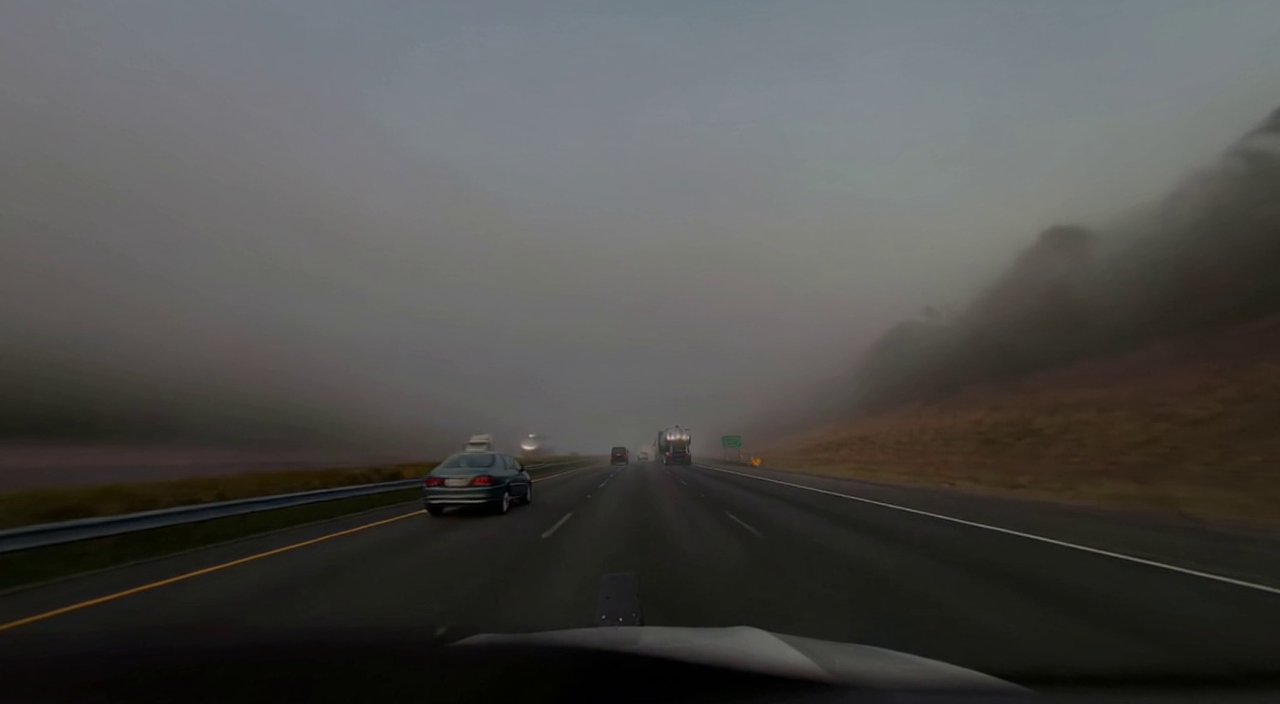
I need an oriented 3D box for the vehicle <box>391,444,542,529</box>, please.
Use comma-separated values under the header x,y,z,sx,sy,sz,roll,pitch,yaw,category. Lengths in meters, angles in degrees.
x,y,z,sx,sy,sz,roll,pitch,yaw,category
-3.428,2.720,13.326,2.013,1.498,3.908,-1,-9,1,vehicle
